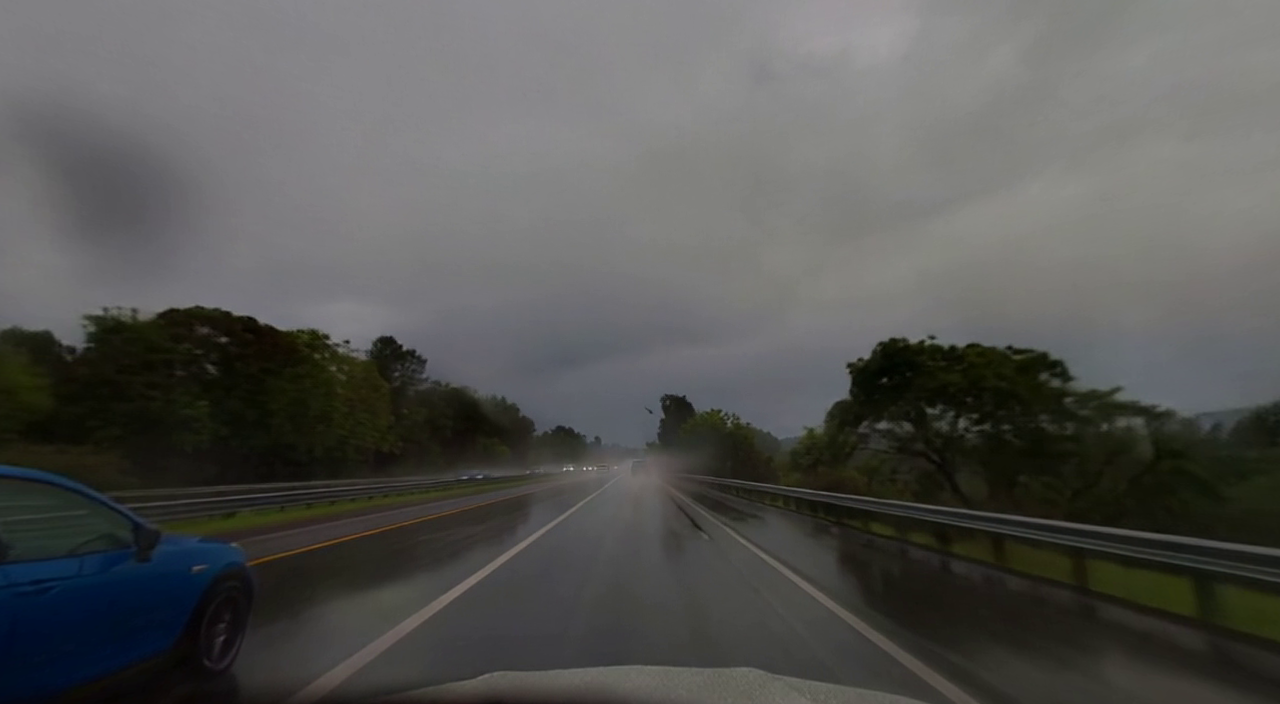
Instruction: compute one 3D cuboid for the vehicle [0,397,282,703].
[{"bbox_3d":[-3.478,0.887,2.224,2.017,1.516,4.041,1,-11,0],"label":"vehicle"}]
